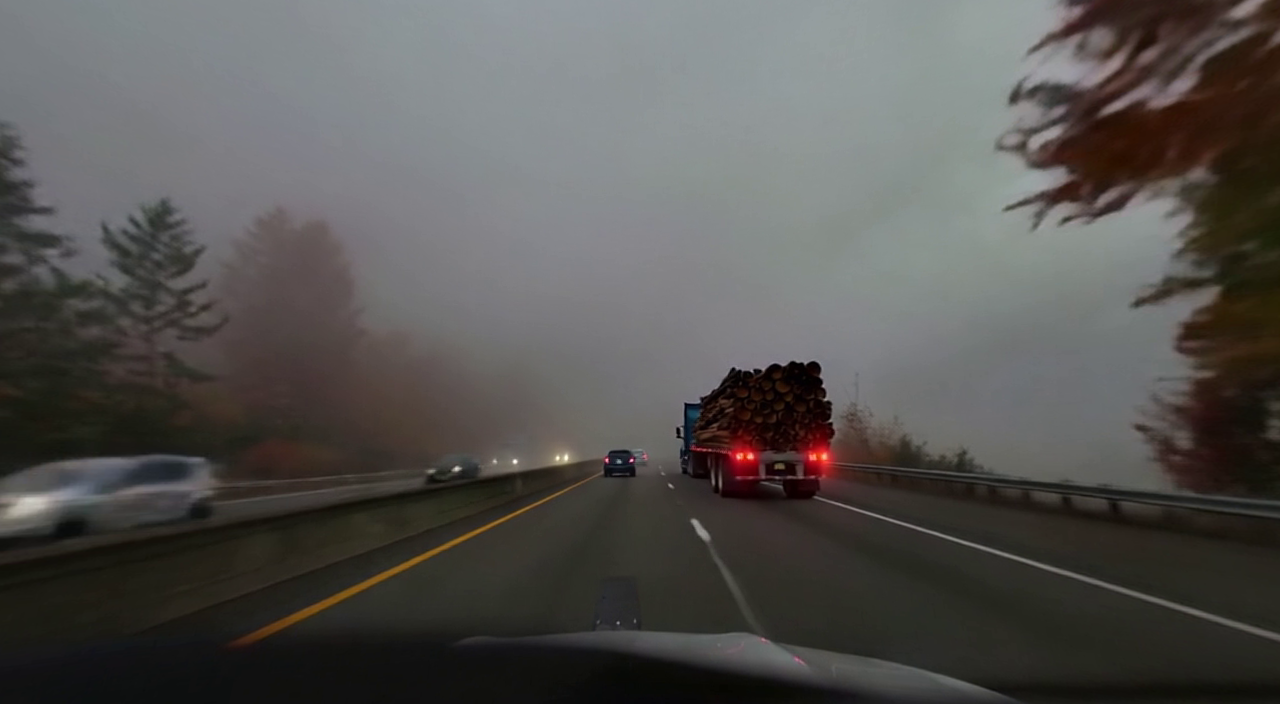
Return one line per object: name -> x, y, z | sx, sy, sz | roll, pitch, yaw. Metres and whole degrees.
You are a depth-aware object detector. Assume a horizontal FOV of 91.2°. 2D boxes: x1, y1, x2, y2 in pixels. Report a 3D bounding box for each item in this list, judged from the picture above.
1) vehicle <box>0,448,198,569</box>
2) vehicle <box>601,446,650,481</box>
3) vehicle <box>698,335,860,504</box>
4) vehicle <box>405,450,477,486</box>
vehicle -> -9.658, 2.347, 9.909 | 1.946, 1.628, 4.553 | -1, -9, 1
vehicle -> -0.607, 5.199, 29.557 | 2.099, 1.506, 4.097 | -1, -9, 1
vehicle -> 3.592, 2.184, 18.825 | 3.004, 3.923, 8.363 | -1, -9, 1
vehicle -> -9.645, 5.630, 30.754 | 1.979, 1.587, 4.372 | -1, -9, 2
